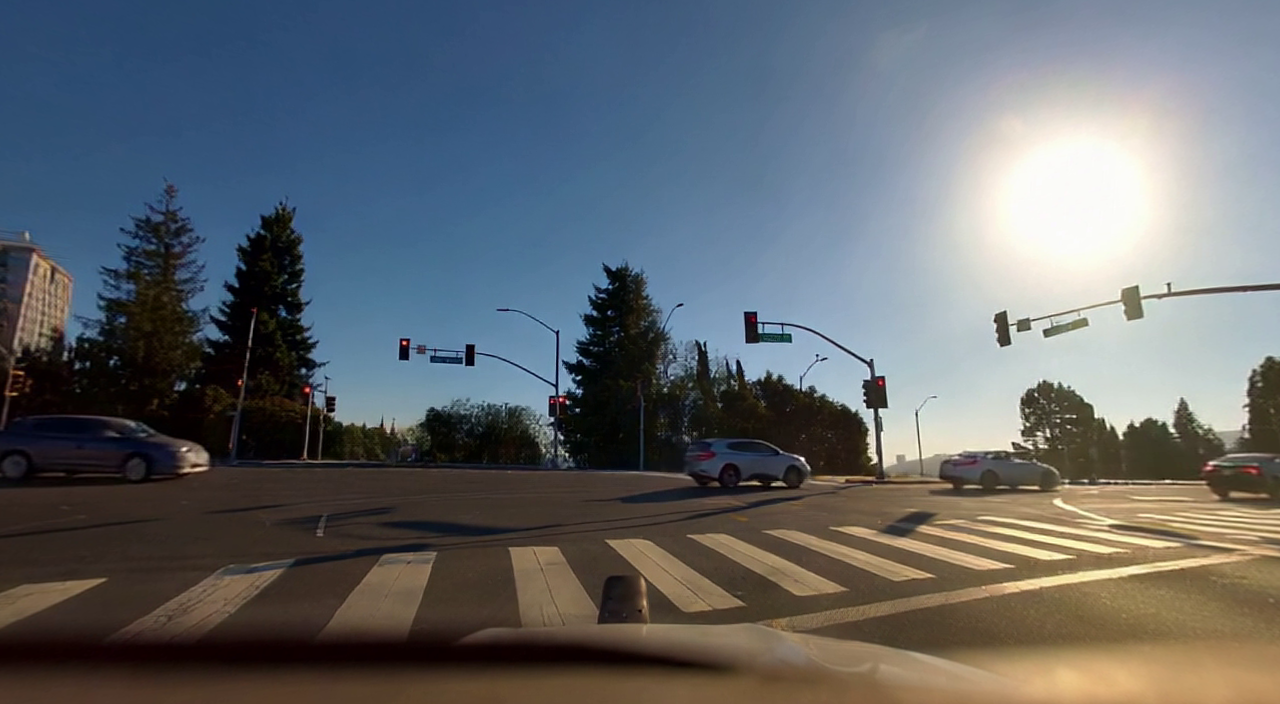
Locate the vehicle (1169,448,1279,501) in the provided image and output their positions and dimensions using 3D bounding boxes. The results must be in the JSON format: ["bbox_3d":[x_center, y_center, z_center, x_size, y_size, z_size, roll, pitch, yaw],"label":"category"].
[{"bbox_3d":[19.796,3.852,20.164,4.952,1.511,1.855,2,-9,-17],"label":"vehicle"}]

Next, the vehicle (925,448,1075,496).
[{"bbox_3d":[12.500,4.115,21.961,4.475,1.496,1.861,2,-9,-17],"label":"vehicle"}]

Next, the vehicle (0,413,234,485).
[{"bbox_3d":[-14.490,2.667,17.280,5.155,1.784,2.174,4,-9,-18],"label":"vehicle"}]

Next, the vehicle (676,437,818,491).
[{"bbox_3d":[3.900,4.065,23.253,4.708,1.810,1.986,3,-9,-17],"label":"vehicle"}]
